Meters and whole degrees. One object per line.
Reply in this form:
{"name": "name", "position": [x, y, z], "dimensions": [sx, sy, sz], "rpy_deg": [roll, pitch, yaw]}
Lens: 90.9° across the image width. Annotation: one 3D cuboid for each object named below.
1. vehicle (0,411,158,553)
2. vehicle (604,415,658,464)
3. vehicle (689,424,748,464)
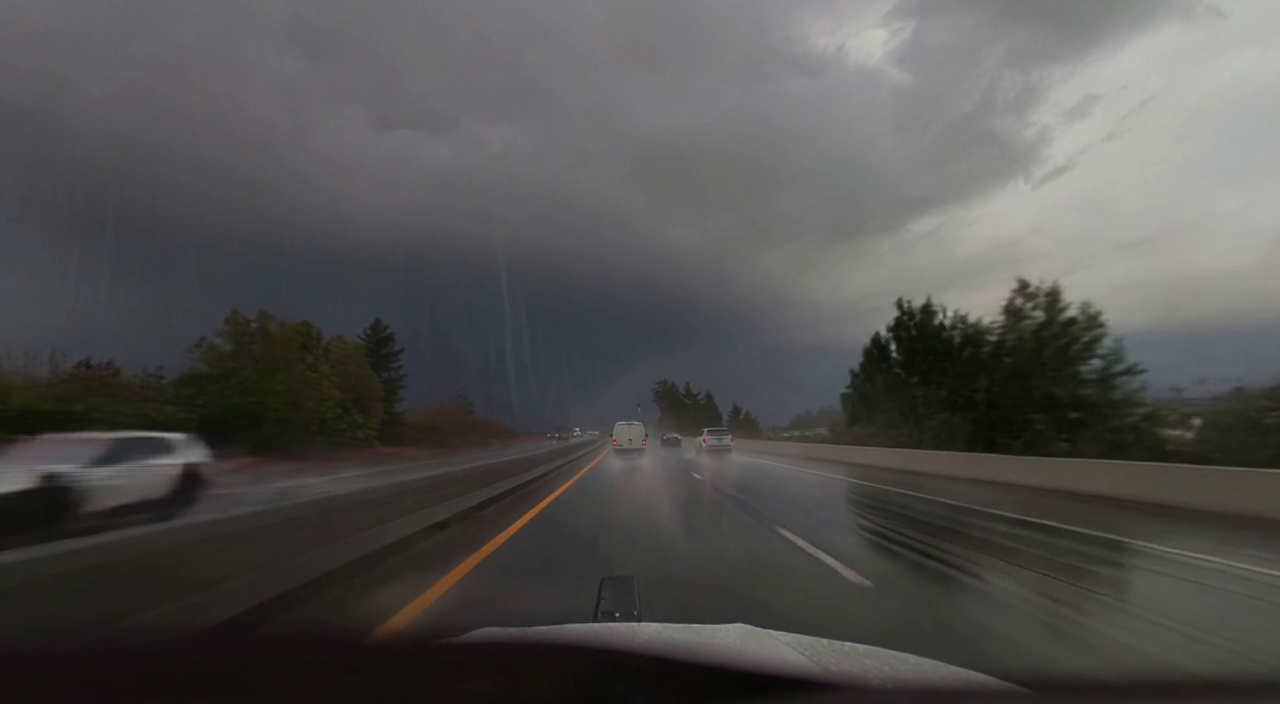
{"name": "vehicle", "position": [-8.800, 1.707, 8.372], "dimensions": [1.811, 1.736, 3.792], "rpy_deg": [-1, -8, -1]}
{"name": "vehicle", "position": [-0.462, 4.026, 29.000], "dimensions": [2.270, 2.044, 4.633], "rpy_deg": [0, -8, -2]}
{"name": "vehicle", "position": [3.388, 4.072, 28.024], "dimensions": [1.981, 1.606, 3.956], "rpy_deg": [0, -8, -2]}
